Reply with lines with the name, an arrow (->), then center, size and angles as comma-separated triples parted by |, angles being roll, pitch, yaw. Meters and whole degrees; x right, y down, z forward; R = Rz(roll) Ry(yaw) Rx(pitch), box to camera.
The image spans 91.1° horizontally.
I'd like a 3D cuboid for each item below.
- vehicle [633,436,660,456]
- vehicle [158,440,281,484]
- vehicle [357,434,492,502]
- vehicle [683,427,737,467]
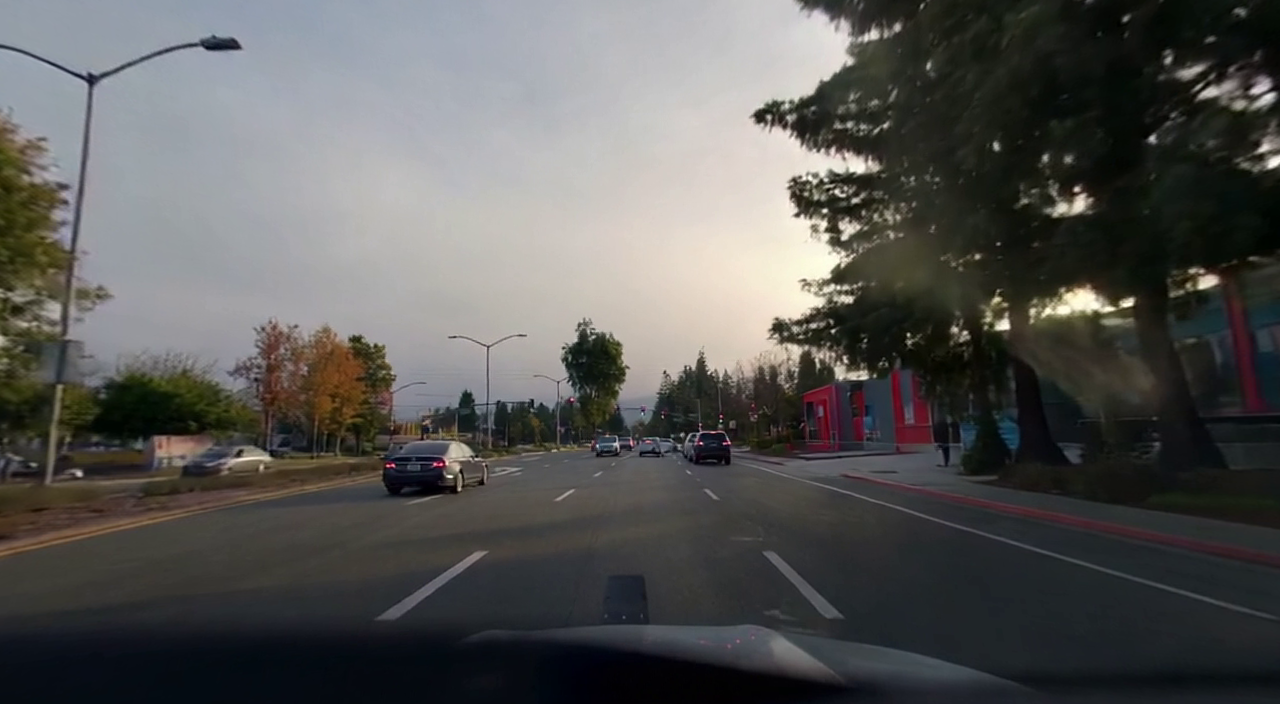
vehicle -> 0.483, 7.208, 48.013 | 2.021, 1.461, 3.862 | 0, -8, 0
vehicle -> -17.714, 4.616, 26.775 | 2.085, 1.700, 4.498 | 0, -8, 0
vehicle -> -5.250, 2.875, 16.057 | 1.926, 1.465, 4.620 | 1, -8, -2
vehicle -> 3.484, 4.854, 32.175 | 2.141, 1.833, 4.704 | 0, -8, -1
